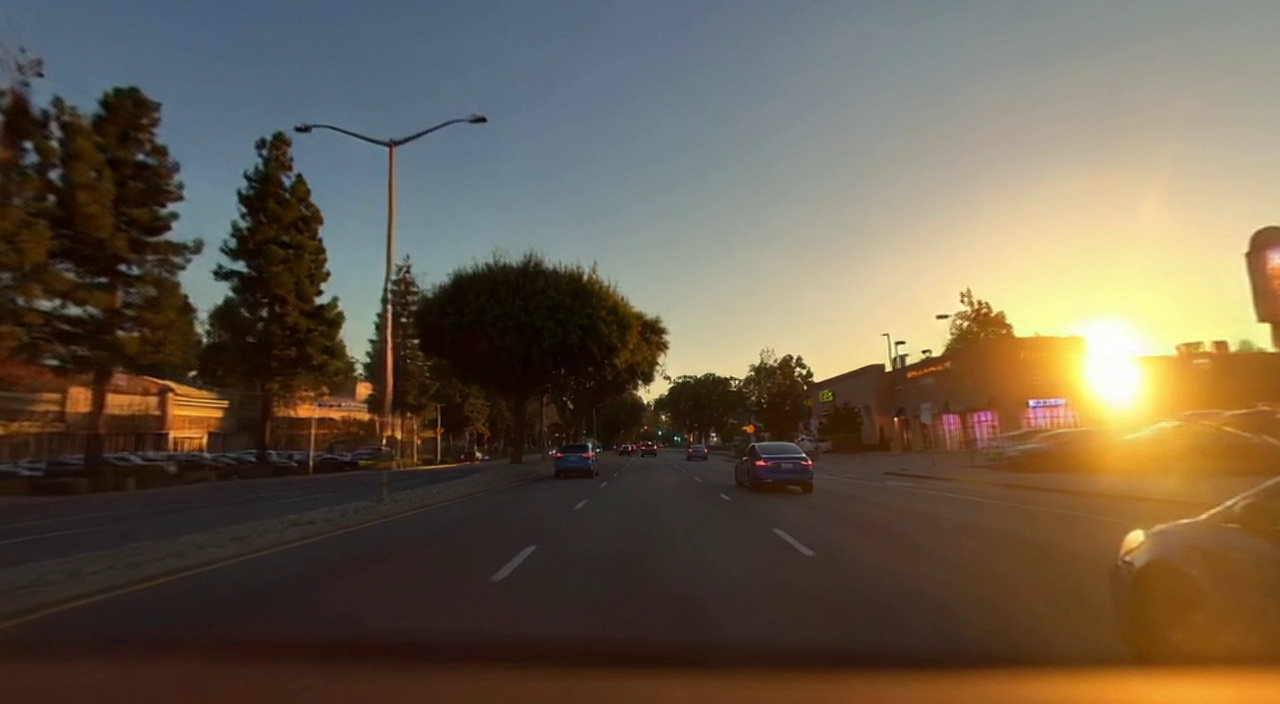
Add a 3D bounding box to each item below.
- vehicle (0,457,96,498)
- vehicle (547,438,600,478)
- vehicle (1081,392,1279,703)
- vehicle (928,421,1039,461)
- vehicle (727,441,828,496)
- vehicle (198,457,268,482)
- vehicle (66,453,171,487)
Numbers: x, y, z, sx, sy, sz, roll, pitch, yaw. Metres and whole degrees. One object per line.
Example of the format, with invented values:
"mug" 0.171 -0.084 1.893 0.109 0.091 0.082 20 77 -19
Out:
"vehicle" -27.445 5.541 27.924 4.681 1.623 1.998 5 -10 -31
"vehicle" -3.106 5.049 30.225 1.981 1.731 4.360 0 -8 1
"vehicle" 3.560 0.718 1.251 1.976 1.491 4.714 0 -8 0
"vehicle" 20.629 5.430 38.462 2.705 2.011 7.332 -4 -8 1
"vehicle" 4.113 3.556 19.750 2.036 1.480 4.659 0 -8 -1
"vehicle" -29.921 8.616 46.520 1.881 1.630 4.843 0 -8 0
"vehicle" -30.881 6.967 37.544 1.925 1.776 4.722 -1 -8 4
